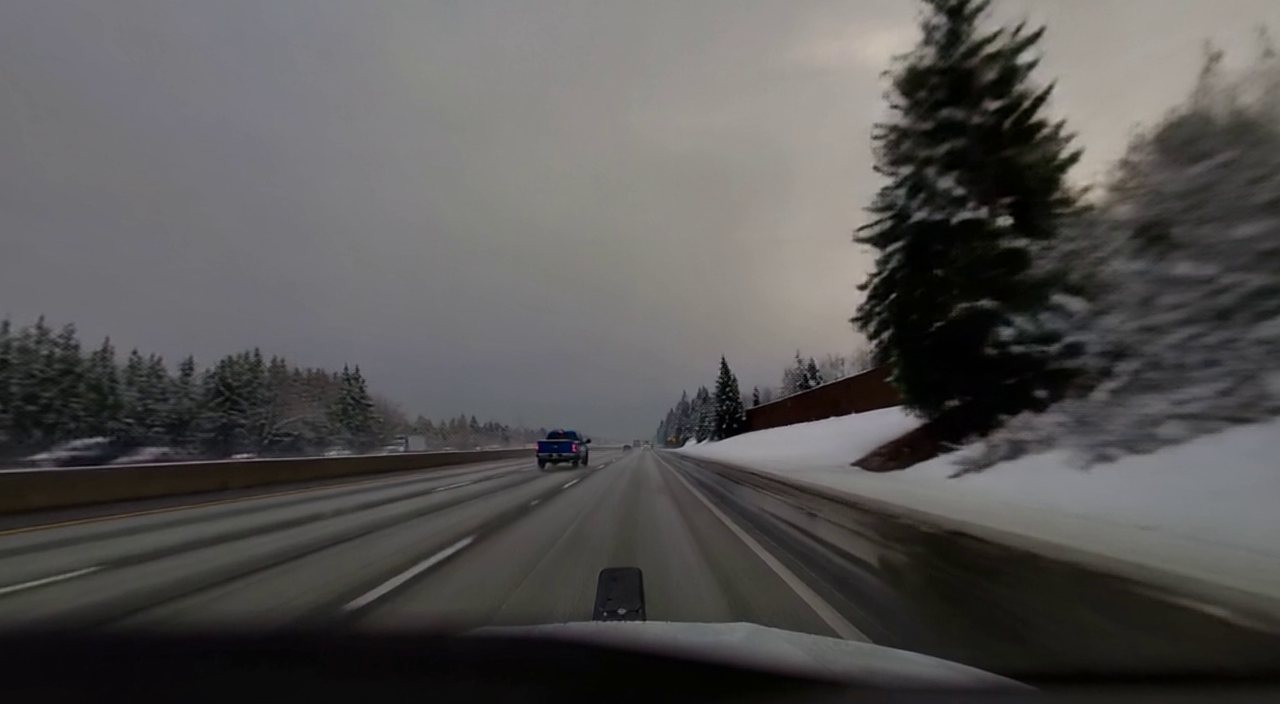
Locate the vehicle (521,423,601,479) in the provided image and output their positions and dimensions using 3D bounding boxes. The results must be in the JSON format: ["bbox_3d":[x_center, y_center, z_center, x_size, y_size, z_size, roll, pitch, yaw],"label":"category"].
[{"bbox_3d":[-3.298,4.360,27.893,2.604,2.170,6.271,0,-8,1],"label":"vehicle"}]

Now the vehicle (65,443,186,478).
[{"bbox_3d":[-25.489,5.367,31.487,1.968,1.574,4.754,0,-8,0],"label":"vehicle"}]

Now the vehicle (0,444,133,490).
[{"bbox_3d":[-29.327,5.640,31.447,2.406,2.020,6.641,0,-8,1],"label":"vehicle"}]
